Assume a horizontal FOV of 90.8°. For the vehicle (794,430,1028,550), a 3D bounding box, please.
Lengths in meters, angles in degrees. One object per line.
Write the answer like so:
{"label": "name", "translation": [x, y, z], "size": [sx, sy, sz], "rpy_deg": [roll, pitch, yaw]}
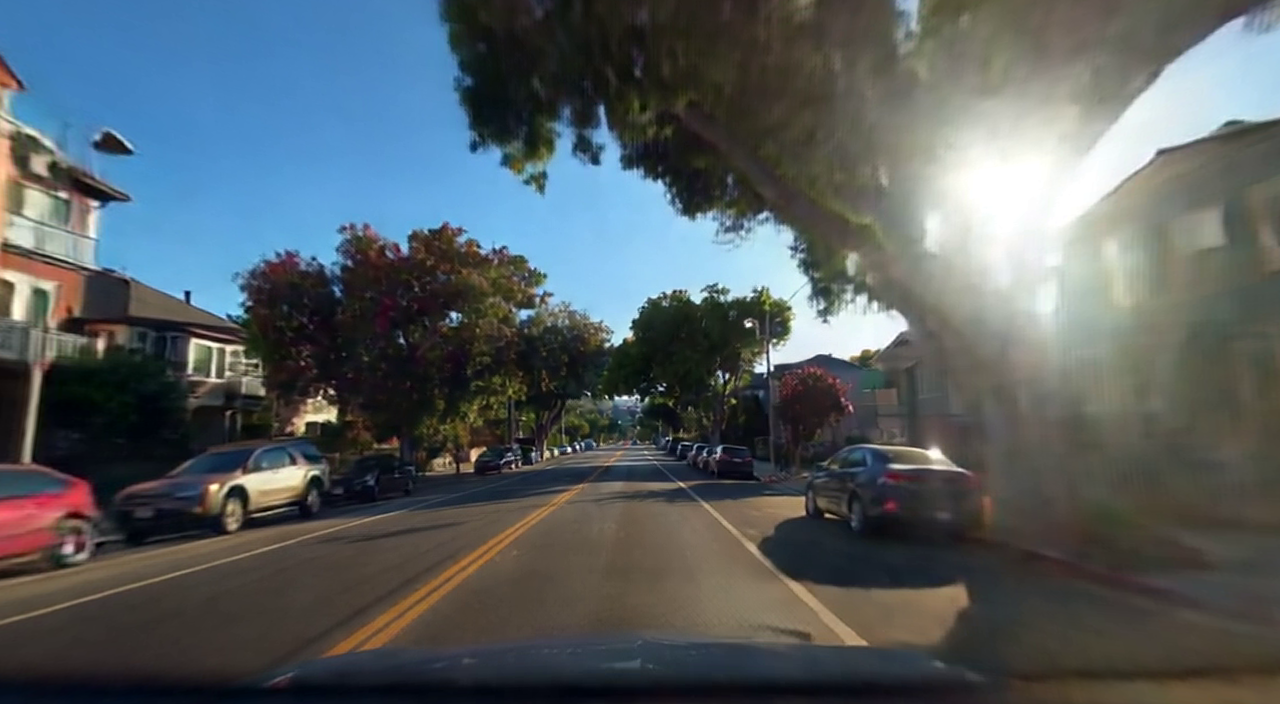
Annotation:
{"label": "vehicle", "translation": [4.361, 2.272, 11.109], "size": [2.034, 1.674, 4.271], "rpy_deg": [1, -9, -3]}

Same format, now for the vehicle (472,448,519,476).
{"label": "vehicle", "translation": [-8.264, 6.306, 36.446], "size": [1.852, 1.482, 3.916], "rpy_deg": [0, -9, -2]}

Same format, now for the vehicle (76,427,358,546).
{"label": "vehicle", "translation": [-7.872, 2.541, 12.615], "size": [2.283, 1.853, 4.903], "rpy_deg": [-1, -9, -1]}

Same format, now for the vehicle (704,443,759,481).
{"label": "vehicle", "translation": [4.060, 4.960, 28.769], "size": [1.845, 1.556, 3.929], "rpy_deg": [0, -9, -1]}

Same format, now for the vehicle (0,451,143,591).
{"label": "vehicle", "translation": [-7.993, 1.826, 6.705], "size": [1.967, 1.517, 4.360], "rpy_deg": [0, -9, -2]}
